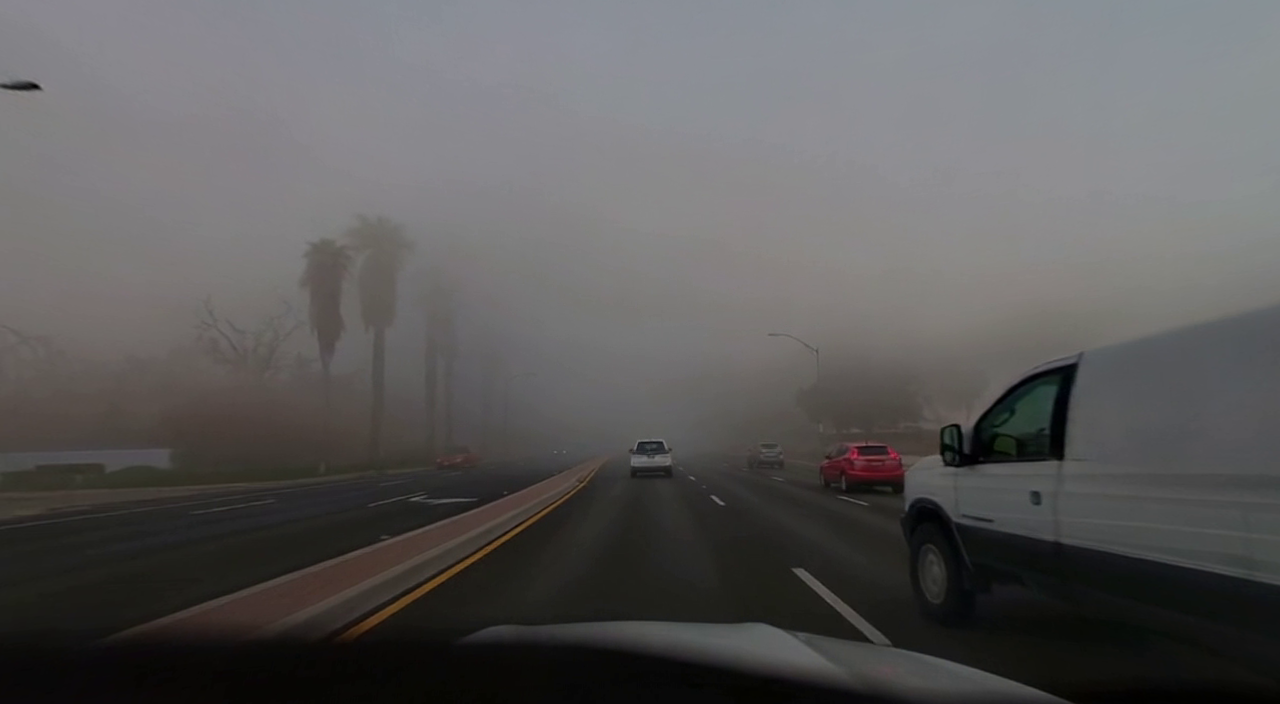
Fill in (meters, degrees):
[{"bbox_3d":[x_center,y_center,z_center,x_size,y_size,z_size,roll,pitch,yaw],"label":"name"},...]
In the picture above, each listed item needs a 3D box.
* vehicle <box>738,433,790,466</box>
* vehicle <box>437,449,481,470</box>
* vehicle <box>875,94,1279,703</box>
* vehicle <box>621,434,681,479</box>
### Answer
[{"bbox_3d":[8.199,6.502,42.208,2.436,2.010,5.595,0,-8,1],"label":"vehicle"},{"bbox_3d":[-13.801,8.194,48.367,1.897,1.488,4.529,0,-8,2],"label":"vehicle"},{"bbox_3d":[3.328,0.521,2.792,2.268,2.584,6.049,0,-8,1],"label":"vehicle"},{"bbox_3d":[0.437,4.339,26.391,2.289,1.679,4.180,0,-8,0],"label":"vehicle"}]
